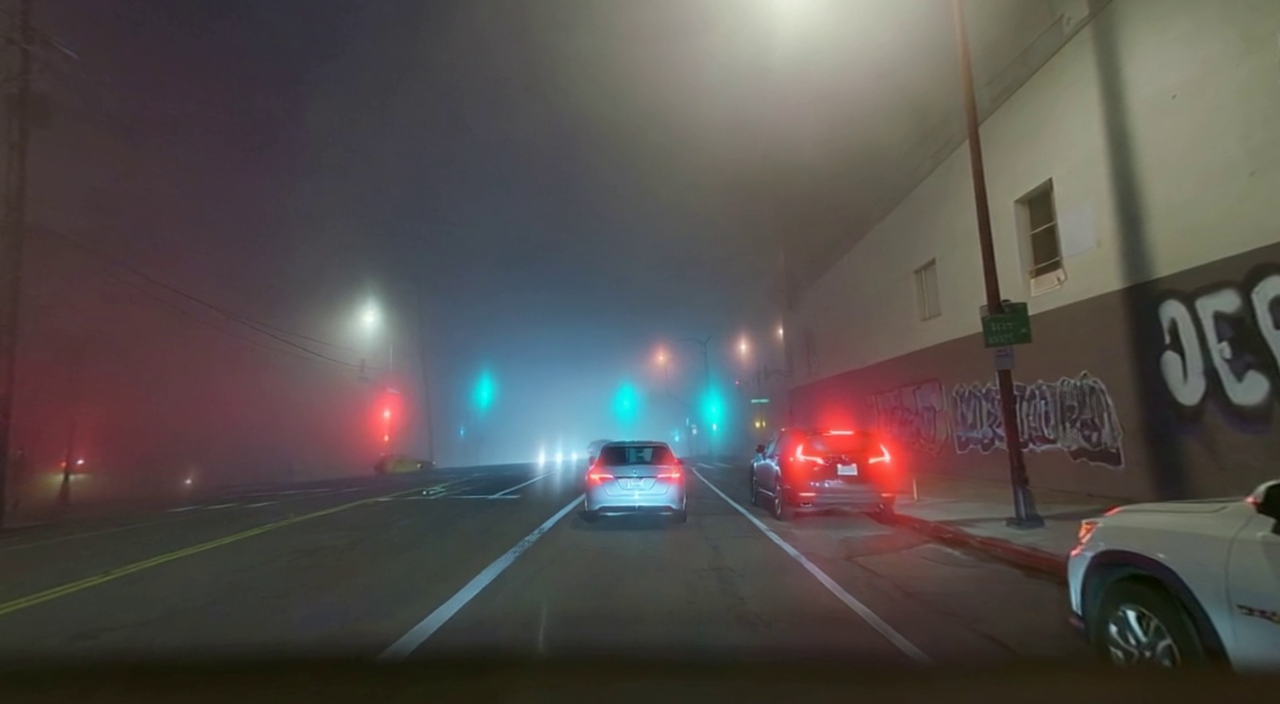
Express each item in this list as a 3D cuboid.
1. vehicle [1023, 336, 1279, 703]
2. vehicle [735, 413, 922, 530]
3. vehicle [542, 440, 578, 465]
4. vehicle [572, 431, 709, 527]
[{"bbox_3d":[3.291,0.692,1.532,1.938,1.714,4.402,0,-8,1],"label":"vehicle"},{"bbox_3d":[3.261,2.189,12.037,2.060,1.783,4.579,0,-8,-1],"label":"vehicle"},{"bbox_3d":[-5.697,7.253,45.306,2.059,1.699,4.252,0,-8,0],"label":"vehicle"},{"bbox_3d":[0.046,2.349,12.223,2.153,1.505,4.452,0,-8,1],"label":"vehicle"}]
